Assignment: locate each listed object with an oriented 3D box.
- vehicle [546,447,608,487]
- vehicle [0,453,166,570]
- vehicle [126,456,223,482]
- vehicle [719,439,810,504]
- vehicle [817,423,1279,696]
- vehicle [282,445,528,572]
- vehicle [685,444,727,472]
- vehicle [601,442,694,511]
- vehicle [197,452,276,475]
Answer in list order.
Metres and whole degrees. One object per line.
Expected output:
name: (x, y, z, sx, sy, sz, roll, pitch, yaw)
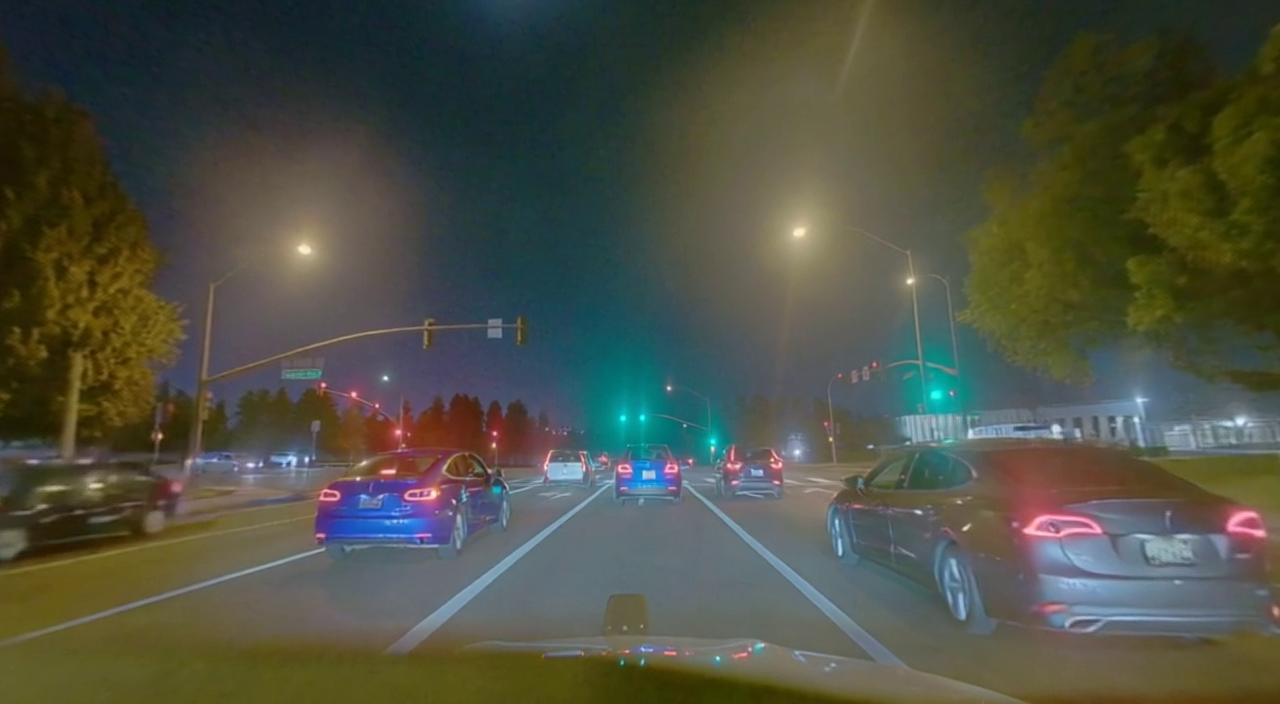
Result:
vehicle: (-2.591, 4.833, 26.794, 2.089, 1.537, 4.073, -1, -9, 2)
vehicle: (-9.898, 2.380, 9.665, 2.033, 1.575, 4.357, -1, -8, -3)
vehicle: (-29.676, 7.444, 40.238, 4.551, 1.533, 2.070, -1, -9, 2)
vehicle: (3.607, 3.536, 19.055, 1.938, 1.732, 4.006, 0, -9, 0)
vehicle: (3.337, 1.521, 5.942, 1.951, 1.522, 4.614, 0, -9, 0)
vehicle: (-3.180, 2.188, 9.705, 2.015, 1.478, 4.407, -1, -9, 1)
vehicle: (4.085, 6.640, 39.705, 2.138, 1.624, 4.417, 0, -9, -1)
vehicle: (0.127, 3.224, 16.784, 2.144, 1.563, 4.218, 0, -9, -1)
vehicle: (-30.209, 8.374, 47.276, 4.427, 1.629, 2.213, -1, -9, 2)
